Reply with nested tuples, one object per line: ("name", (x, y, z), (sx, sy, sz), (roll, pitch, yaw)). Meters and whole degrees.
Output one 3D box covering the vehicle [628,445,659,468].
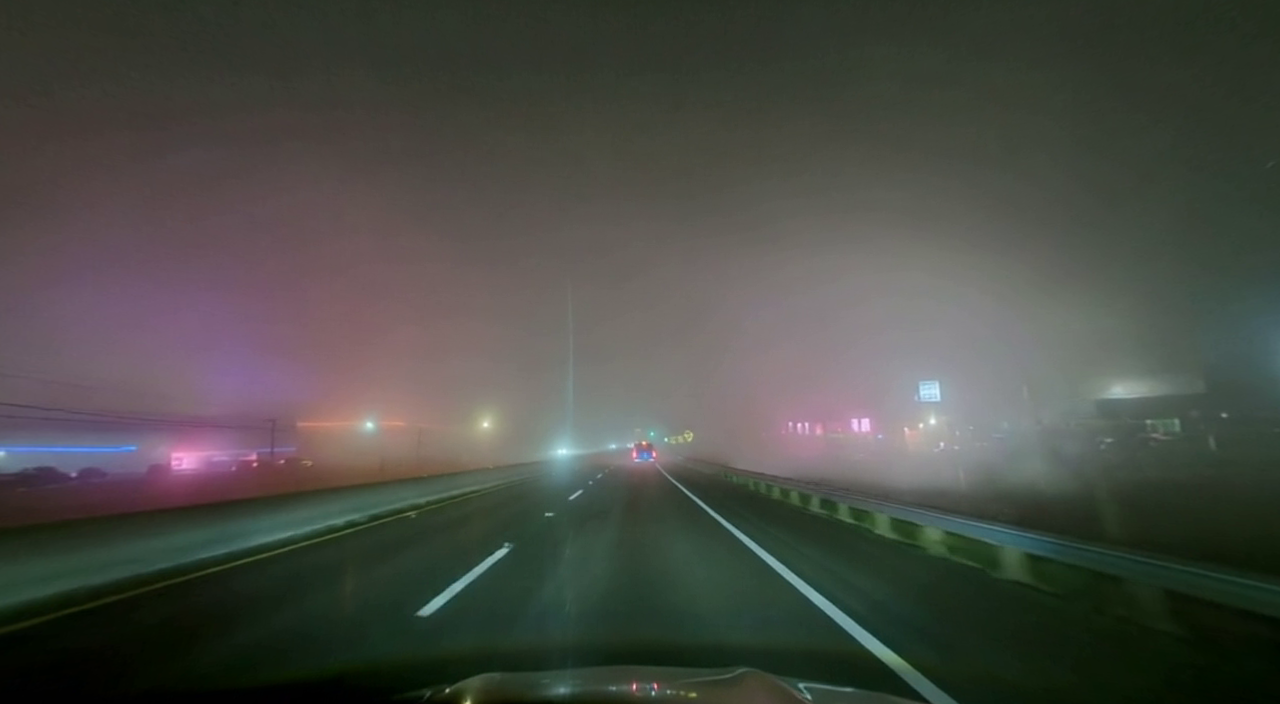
("vehicle", (0.257, 7.394, 44.443), (2.014, 1.507, 3.960), (-1, -9, 0))
